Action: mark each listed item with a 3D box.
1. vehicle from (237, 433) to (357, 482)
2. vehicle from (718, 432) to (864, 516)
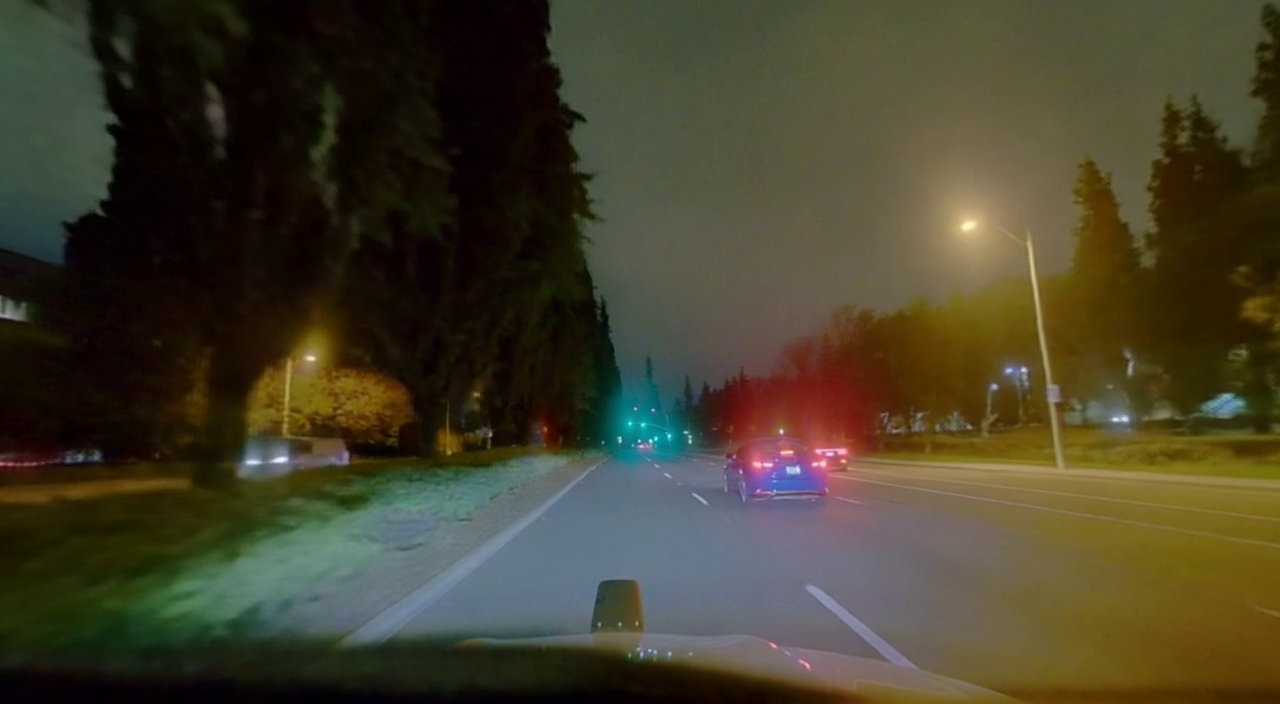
[{"bbox_3d":[-15.098,4.660,28.324,2.234,1.957,5.941,0,-8,-2],"label":"vehicle"},{"bbox_3d":[2.961,2.489,13.464,1.950,1.473,4.259,0,-8,-2],"label":"vehicle"}]
